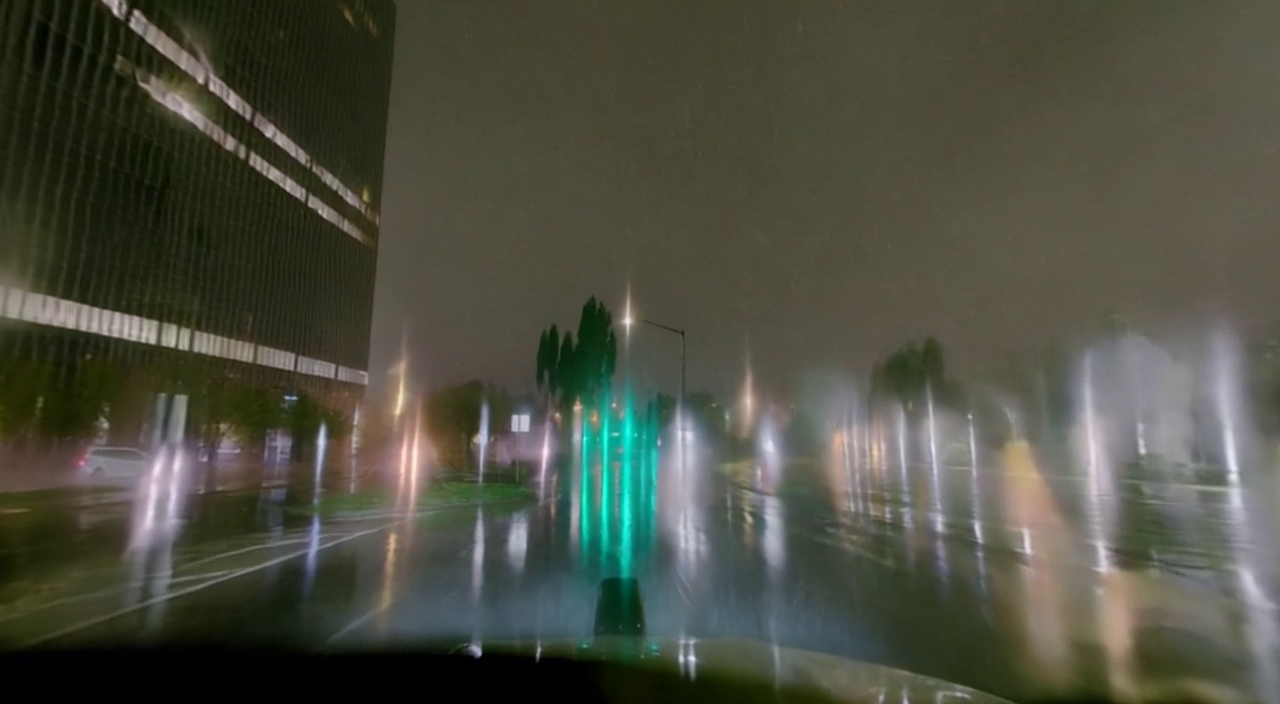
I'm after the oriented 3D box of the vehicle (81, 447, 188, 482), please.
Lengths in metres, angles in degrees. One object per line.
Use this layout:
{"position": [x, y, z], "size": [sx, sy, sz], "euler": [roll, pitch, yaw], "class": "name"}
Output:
{"position": [-27.668, 6.102, 34.613], "size": [4.473, 1.778, 2.125], "euler": [-2, -9, 14], "class": "vehicle"}
